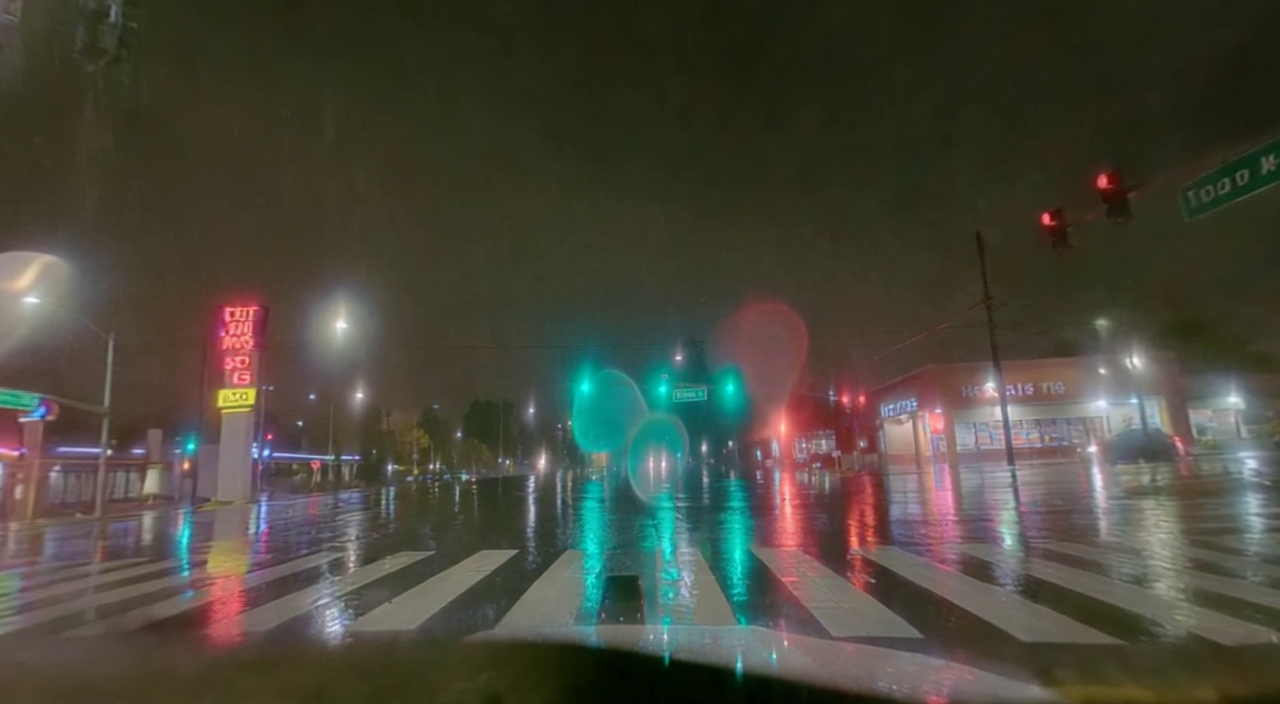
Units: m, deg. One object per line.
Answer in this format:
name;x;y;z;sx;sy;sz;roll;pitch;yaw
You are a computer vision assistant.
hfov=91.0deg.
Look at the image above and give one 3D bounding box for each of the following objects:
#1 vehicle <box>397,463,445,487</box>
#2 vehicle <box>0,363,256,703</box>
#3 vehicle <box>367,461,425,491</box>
vehicle;-15.743;8.832;45.409;1.931;1.471;4.152;0;-9;0
vehicle;-3.408;0.737;1.405;2.081;1.644;4.523;0;-9;2
vehicle;-19.205;9.738;49.816;2.227;2.033;5.614;0;-9;1
